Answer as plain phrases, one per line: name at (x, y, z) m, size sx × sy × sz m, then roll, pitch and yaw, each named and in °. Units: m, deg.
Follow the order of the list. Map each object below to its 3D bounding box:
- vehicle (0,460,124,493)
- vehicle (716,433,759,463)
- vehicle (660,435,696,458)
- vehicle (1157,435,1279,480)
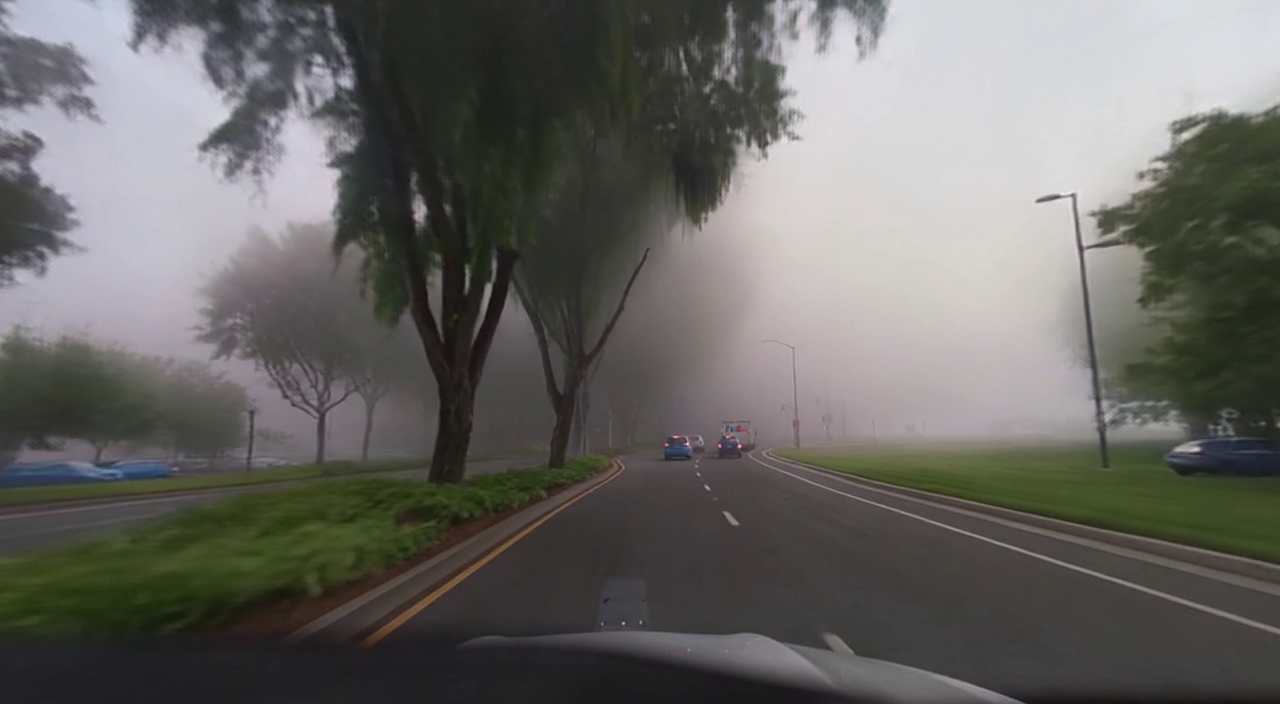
vehicle at (-27.812, 5.979, 30.367) m, size 4.275 × 1.430 × 1.878 m, roll -1°, pitch -8°, yaw 3°
vehicle at (5.271, 5.251, 34.625) m, size 1.989 × 1.497 × 4.436 m, roll -1°, pitch -8°, yaw 5°
vehicle at (2.639, 6.431, 43.043) m, size 2.066 × 1.482 × 4.273 m, roll -1°, pitch -8°, yaw 8°
vehicle at (20.500, 3.516, 21.093) m, size 4.627 × 1.418 × 1.800 m, roll -1°, pitch -8°, yaw 6°
